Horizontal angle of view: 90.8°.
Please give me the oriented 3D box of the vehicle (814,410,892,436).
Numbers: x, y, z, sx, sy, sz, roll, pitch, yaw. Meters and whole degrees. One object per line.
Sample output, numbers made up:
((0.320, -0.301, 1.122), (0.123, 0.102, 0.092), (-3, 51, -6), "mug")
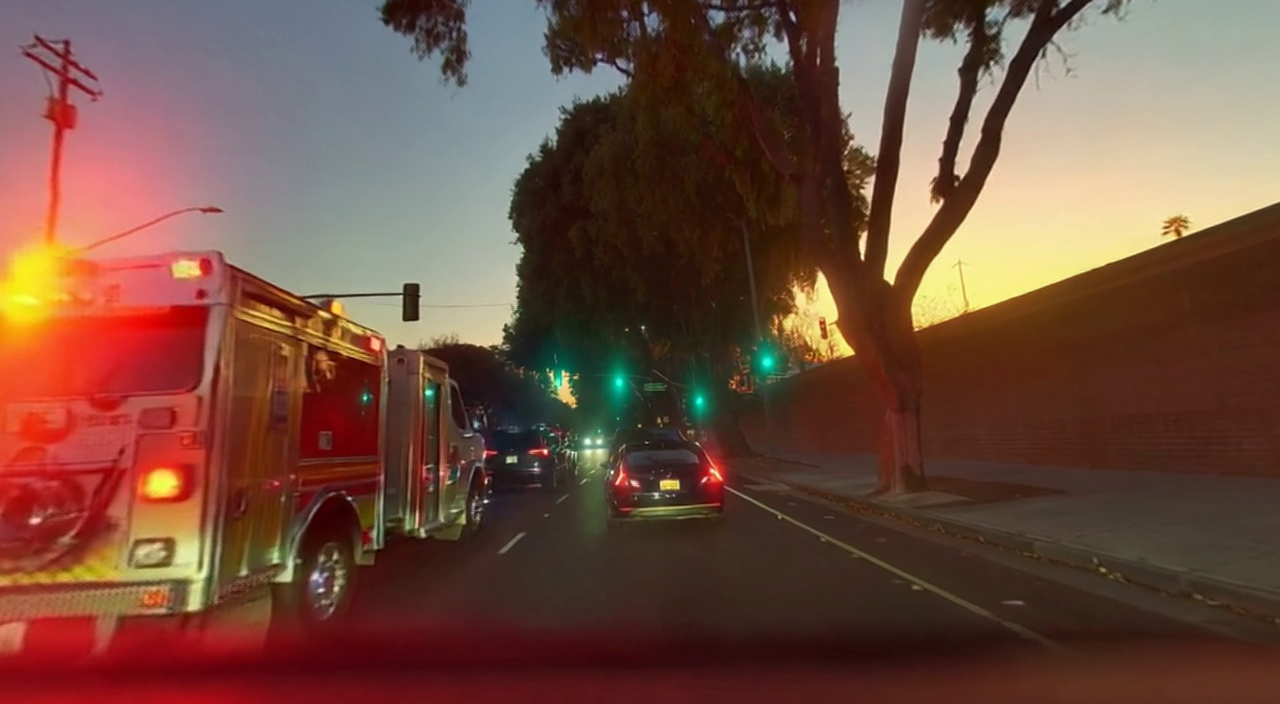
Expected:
((14.379, 4.826, 42.741), (4.528, 1.704, 2.073), (1, -9, -12), "vehicle")

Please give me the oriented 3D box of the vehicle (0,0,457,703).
((-3.718, -0.332, 0.543), (3.631, 3.655, 12.773), (0, -8, -1), "vehicle")

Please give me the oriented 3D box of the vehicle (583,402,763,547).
((0.247, 1.932, 10.664), (2.332, 1.831, 4.930), (0, -8, -4), "vehicle")
